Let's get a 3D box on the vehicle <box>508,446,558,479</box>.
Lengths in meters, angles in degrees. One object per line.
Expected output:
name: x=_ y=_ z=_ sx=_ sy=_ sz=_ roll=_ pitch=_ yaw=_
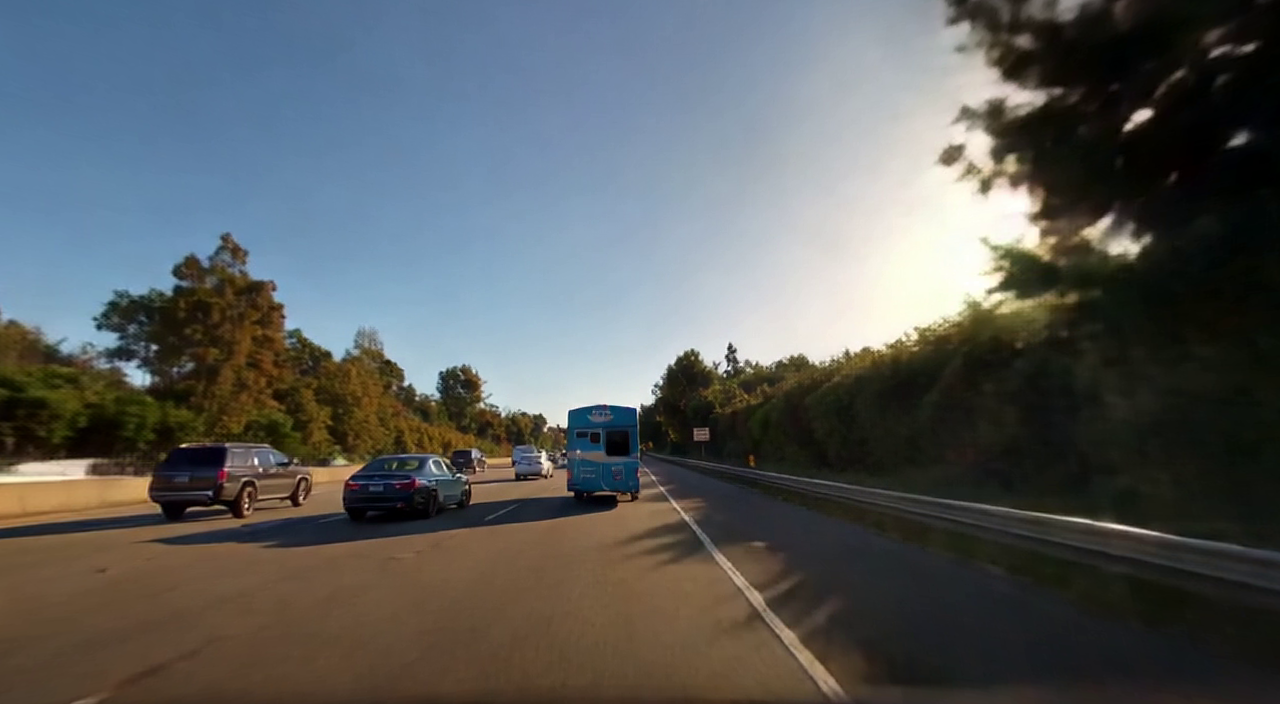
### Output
vehicle: x=-5.188 y=5.391 z=30.850 sx=1.872 sy=1.480 sz=3.545 roll=0 pitch=-9 yaw=-1

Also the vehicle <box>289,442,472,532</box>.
vehicle: x=-4.777 y=2.512 z=12.309 sx=1.876 sy=1.438 sz=4.072 roll=0 pitch=-9 yaw=-1

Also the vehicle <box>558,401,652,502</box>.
vehicle: x=-0.953 y=2.958 z=18.800 sx=2.394 sy=2.556 sz=5.232 roll=0 pitch=-9 yaw=-1

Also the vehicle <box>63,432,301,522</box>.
vehicle: x=-9.608 y=2.642 z=13.763 sx=2.010 sy=1.621 sz=4.252 roll=0 pitch=-9 yaw=-1

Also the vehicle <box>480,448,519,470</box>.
vehicle: x=-10.090 y=7.671 z=45.300 sx=1.886 sy=1.462 sz=4.084 roll=0 pitch=-9 yaw=-1
